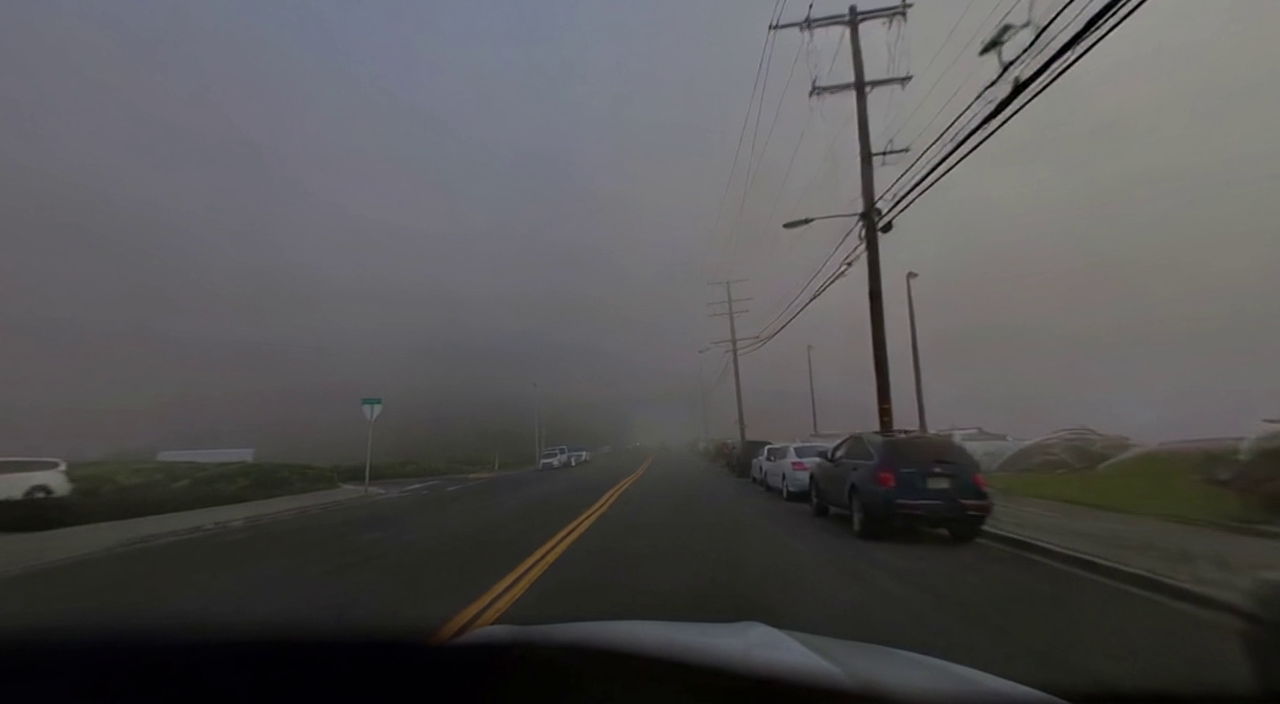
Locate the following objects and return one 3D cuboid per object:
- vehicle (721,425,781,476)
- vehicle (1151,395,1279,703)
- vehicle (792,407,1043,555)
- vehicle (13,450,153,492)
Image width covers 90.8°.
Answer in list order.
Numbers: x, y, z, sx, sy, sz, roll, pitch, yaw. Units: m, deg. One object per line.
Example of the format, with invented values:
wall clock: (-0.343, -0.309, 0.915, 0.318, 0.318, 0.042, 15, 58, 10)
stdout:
vehicle: (4.973, 4.497, 29.060, 2.026, 2.106, 4.753, 0, -8, 1)
vehicle: (3.398, 0.692, 0.767, 2.261, 1.503, 4.695, -2, -8, 11)
vehicle: (4.092, 1.981, 10.449, 1.952, 1.849, 4.837, 0, -8, 0)
vehicle: (-21.779, 4.634, 24.789, 3.828, 1.496, 1.820, 0, -9, 4)
